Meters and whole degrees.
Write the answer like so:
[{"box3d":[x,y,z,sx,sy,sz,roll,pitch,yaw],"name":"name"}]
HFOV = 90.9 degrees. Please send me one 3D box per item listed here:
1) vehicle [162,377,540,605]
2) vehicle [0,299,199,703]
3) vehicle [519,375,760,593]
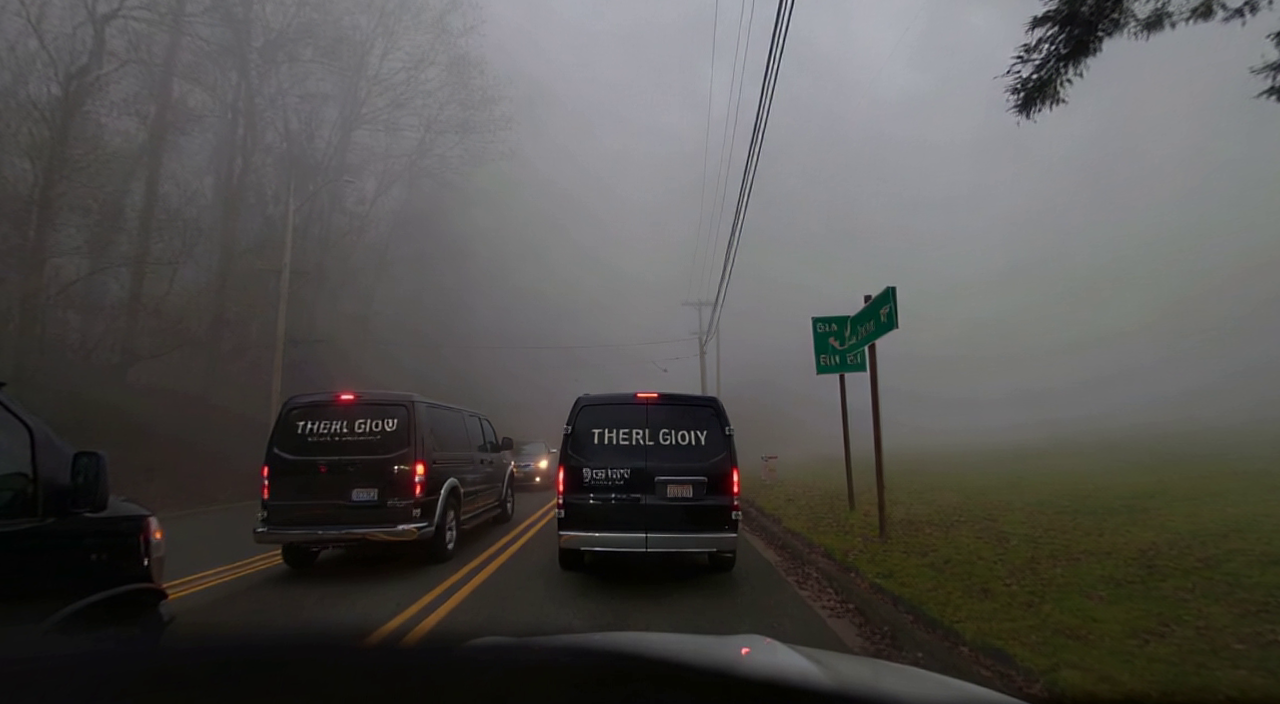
[{"box3d":[-2.761,1.483,7.613,2.109,1.851,4.749,-1,-8,3],"name":"vehicle"},{"box3d":[-3.106,0.492,0.240,2.160,1.796,4.997,0,-8,1],"name":"vehicle"},{"box3d":[0.102,1.462,7.691,2.117,1.911,4.095,-1,-8,3],"name":"vehicle"}]
